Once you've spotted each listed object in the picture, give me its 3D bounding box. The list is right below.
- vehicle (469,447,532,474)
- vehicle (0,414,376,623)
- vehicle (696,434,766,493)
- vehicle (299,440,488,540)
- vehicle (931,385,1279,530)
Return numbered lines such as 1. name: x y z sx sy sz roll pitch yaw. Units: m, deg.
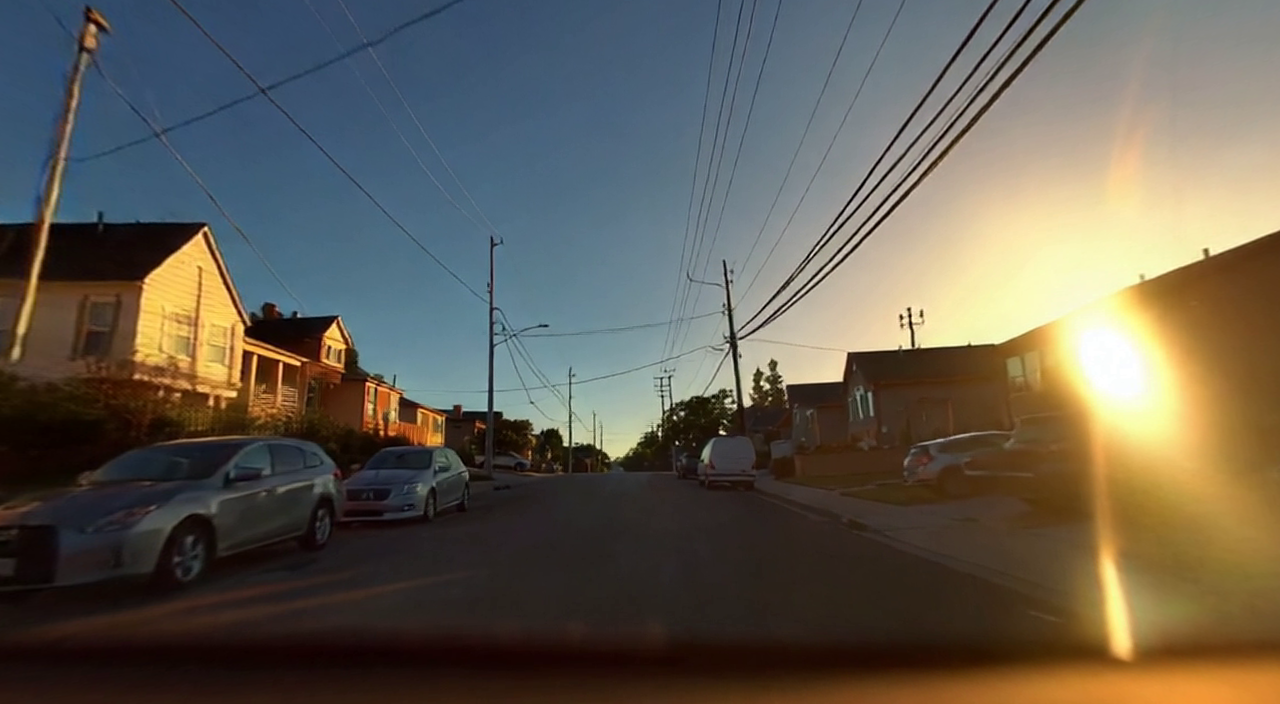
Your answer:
1. vehicle: -9.110 7.097 41.430 3.684 1.628 1.792 0 -7 1
2. vehicle: -4.874 1.624 7.246 1.967 1.656 3.924 2 -7 0
3. vehicle: 3.652 4.574 26.211 2.343 2.229 4.199 0 -9 1
4. vehicle: -4.472 2.509 12.362 1.960 1.507 4.542 0 -7 -1
5. vehicle: 8.365 1.758 10.765 5.615 1.787 2.014 -6 -11 1
